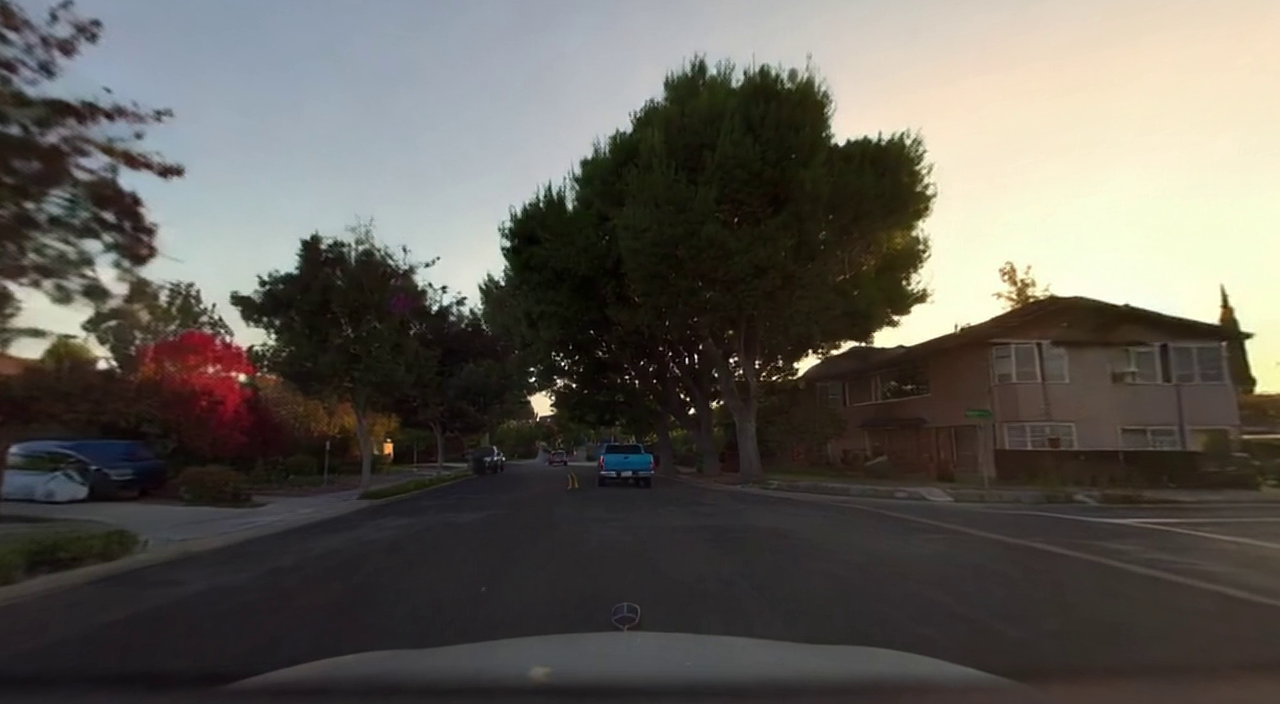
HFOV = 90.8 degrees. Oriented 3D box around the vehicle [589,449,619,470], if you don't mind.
[{"bbox_3d":[-2.689,7.913,46.715,2.064,1.477,3.968,1,-9,-4],"label":"vehicle"}]
